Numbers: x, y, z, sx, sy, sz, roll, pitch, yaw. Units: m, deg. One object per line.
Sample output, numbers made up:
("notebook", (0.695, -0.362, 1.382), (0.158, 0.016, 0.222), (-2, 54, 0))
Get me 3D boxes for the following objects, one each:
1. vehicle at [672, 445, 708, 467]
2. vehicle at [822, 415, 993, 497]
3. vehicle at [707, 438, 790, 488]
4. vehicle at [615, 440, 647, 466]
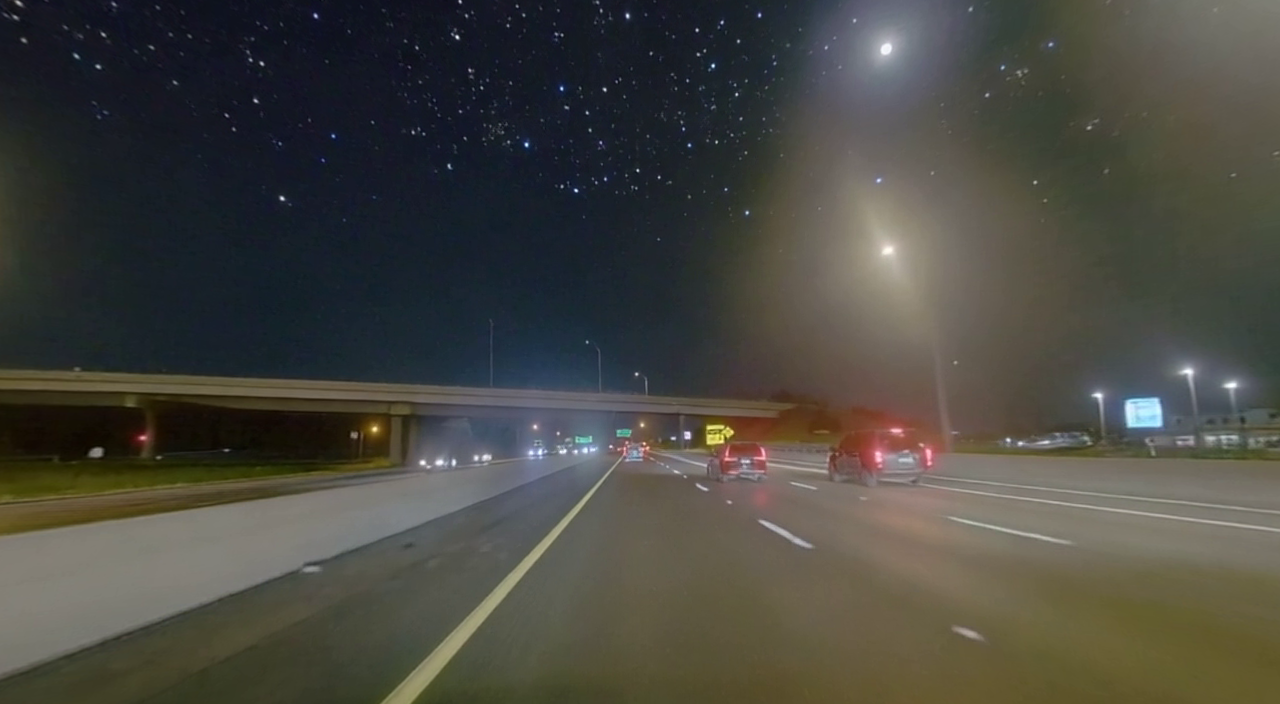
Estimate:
("vehicle", (3.403, 7.240, 44.084), (1.967, 1.423, 4.503), (0, -9, -2))
("vehicle", (7.655, 3.084, 19.067), (2.448, 2.042, 5.959), (0, -9, -1))
("vehicle", (3.812, 3.984, 23.064), (2.005, 1.585, 4.863), (0, -9, -2))
("vehicle", (-0.689, 7.418, 46.483), (2.256, 1.743, 4.189), (0, -9, -1))
